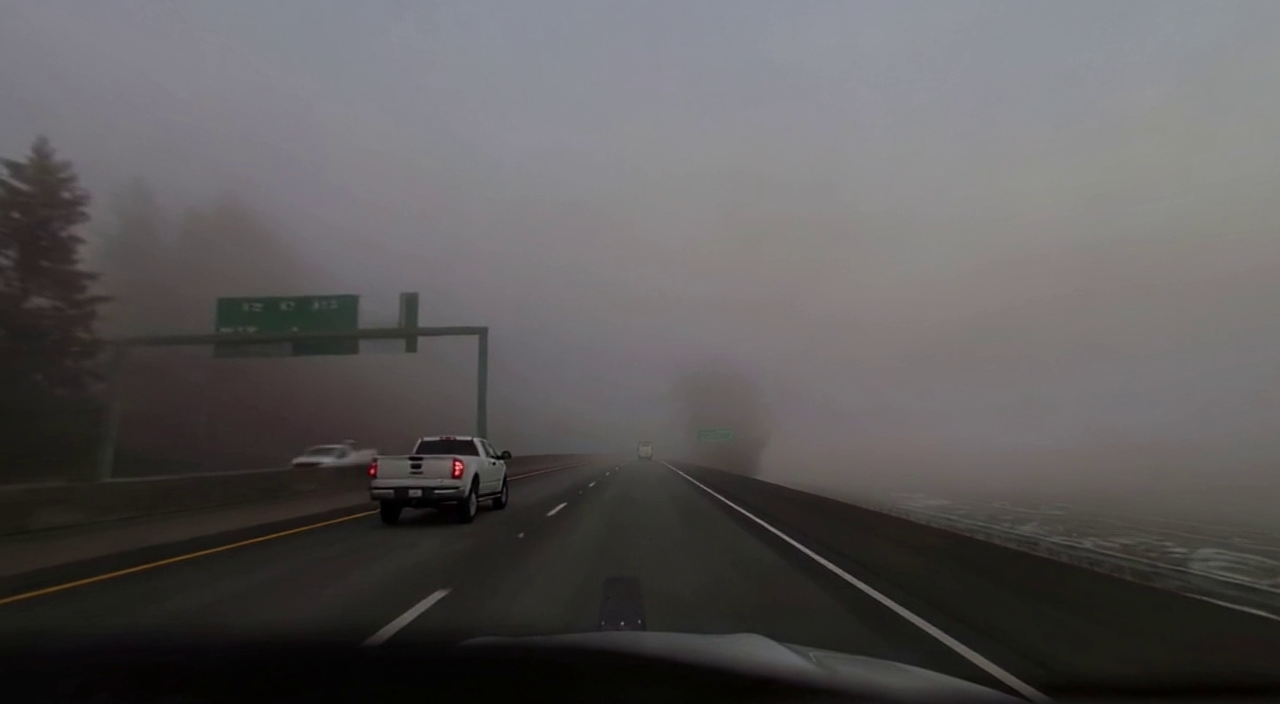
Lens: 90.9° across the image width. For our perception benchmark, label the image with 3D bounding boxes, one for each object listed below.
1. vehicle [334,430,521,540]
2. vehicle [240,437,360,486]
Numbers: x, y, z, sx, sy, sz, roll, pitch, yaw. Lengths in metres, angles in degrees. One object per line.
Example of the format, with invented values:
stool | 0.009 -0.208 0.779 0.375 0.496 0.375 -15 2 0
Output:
vehicle | -3.595 2.317 11.547 2.009 1.638 3.968 0 -9 0
vehicle | -15.937 5.162 30.068 2.416 2.072 5.800 0 -9 0
